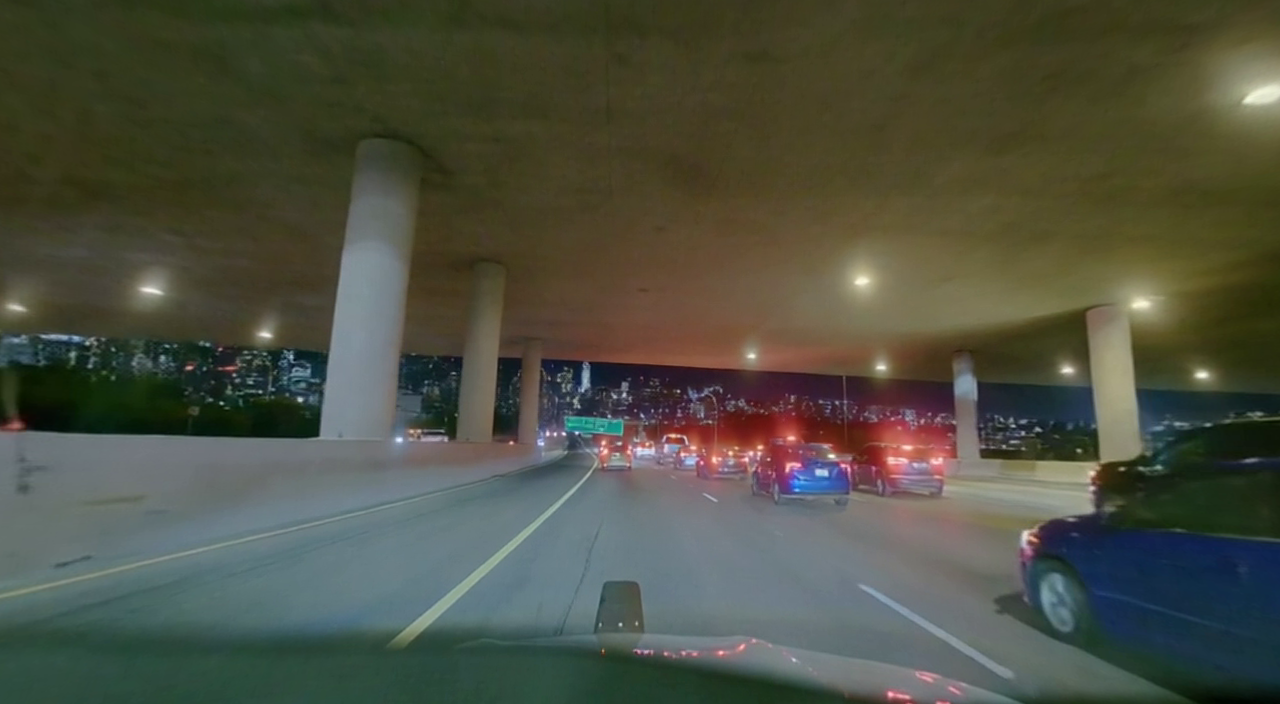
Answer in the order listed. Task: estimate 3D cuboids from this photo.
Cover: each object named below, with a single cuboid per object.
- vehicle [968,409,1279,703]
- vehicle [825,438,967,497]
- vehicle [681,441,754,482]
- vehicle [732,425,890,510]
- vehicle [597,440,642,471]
[{"bbox_3d":[3.751,1.015,2.927,1.944,1.466,4.540,0,-8,-1],"label":"vehicle"},{"bbox_3d":[7.533,3.438,19.296,2.025,1.525,5.211,0,-8,-2],"label":"vehicle"},{"bbox_3d":[2.976,4.335,25.351,2.074,1.455,4.646,0,-8,-3],"label":"vehicle"},{"bbox_3d":[3.907,2.754,15.623,2.276,1.739,5.040,0,-8,-3],"label":"vehicle"},{"bbox_3d":[-1.123,5.524,33.856,2.266,1.549,3.978,0,-8,-2],"label":"vehicle"}]
